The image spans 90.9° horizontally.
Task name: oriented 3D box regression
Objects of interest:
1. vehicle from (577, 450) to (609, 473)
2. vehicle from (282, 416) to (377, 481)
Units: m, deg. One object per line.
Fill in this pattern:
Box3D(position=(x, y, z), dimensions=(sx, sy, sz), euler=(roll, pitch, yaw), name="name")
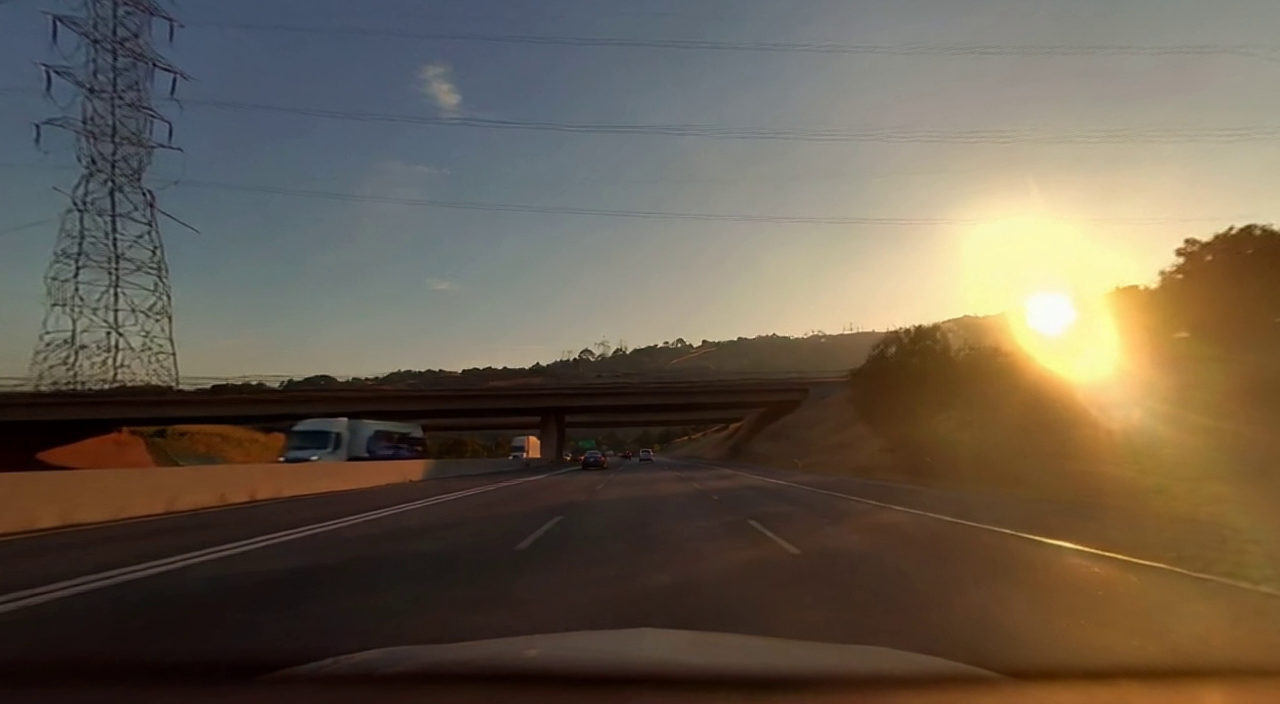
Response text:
Box3D(position=(-3.321, 7.829, 45.336), dimensions=(1.924, 1.550, 4.165), euler=(0, -9, 1), name="vehicle")
Box3D(position=(-19.846, 6.224, 40.802), dimensions=(2.978, 3.864, 6.144), euler=(0, -8, -1), name="vehicle")
